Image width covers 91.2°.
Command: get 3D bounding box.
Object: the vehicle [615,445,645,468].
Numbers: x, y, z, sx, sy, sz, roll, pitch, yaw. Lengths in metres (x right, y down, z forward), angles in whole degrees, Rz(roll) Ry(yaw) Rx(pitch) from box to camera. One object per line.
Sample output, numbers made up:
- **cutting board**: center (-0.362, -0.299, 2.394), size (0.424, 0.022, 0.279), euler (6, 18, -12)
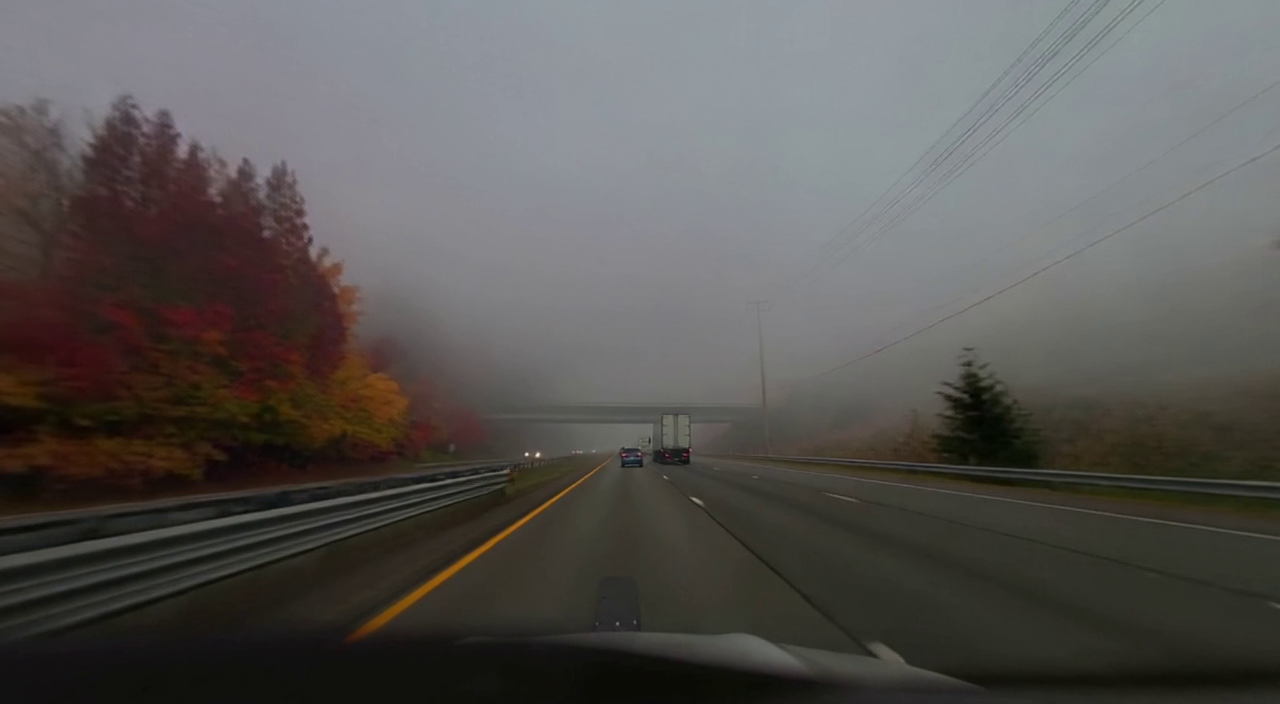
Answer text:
- **vehicle**: center (-0.726, 7.246, 43.503), size (1.961, 1.454, 3.755), euler (0, -9, -2)
